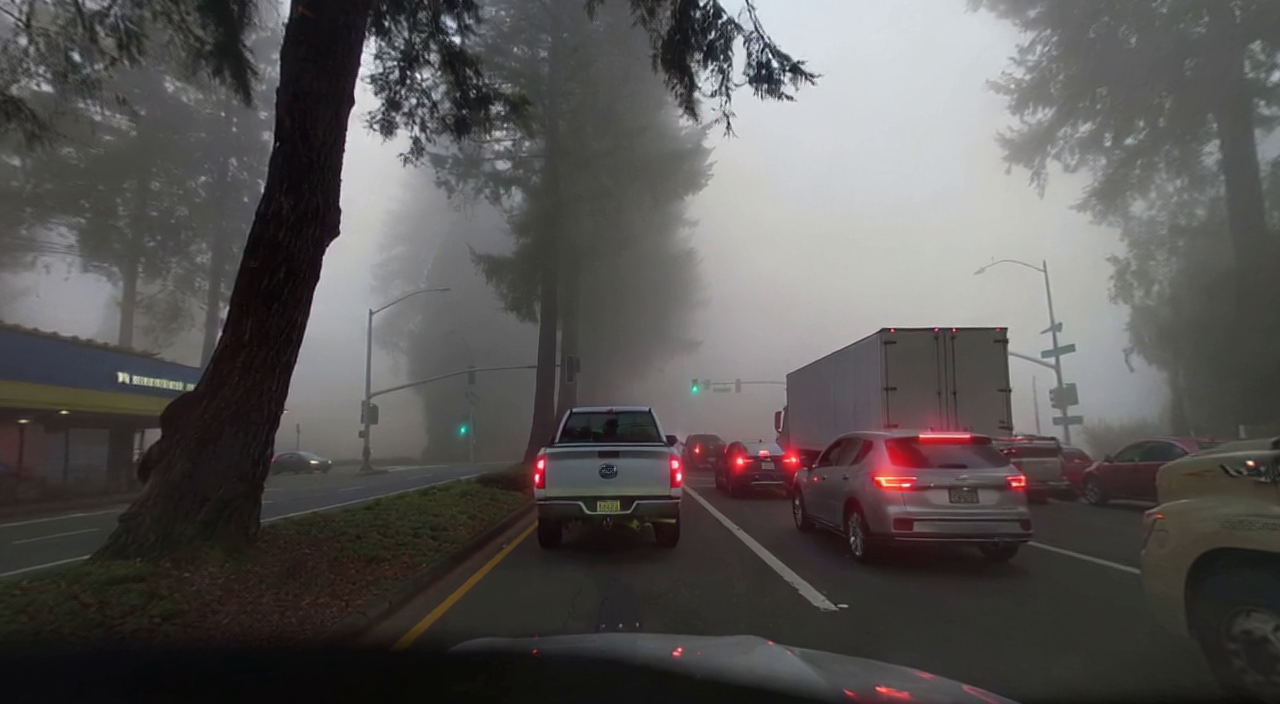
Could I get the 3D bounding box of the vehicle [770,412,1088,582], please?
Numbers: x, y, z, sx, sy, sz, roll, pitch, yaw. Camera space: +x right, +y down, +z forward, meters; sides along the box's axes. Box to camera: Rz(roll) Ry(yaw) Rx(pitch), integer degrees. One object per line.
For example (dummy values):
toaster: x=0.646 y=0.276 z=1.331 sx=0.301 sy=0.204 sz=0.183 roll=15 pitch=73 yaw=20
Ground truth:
vehicle: x=3.253 y=1.753 z=8.533 sx=1.905 sy=1.587 sz=4.998 roll=0 pitch=-9 yaw=0

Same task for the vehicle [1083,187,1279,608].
vehicle: x=6.526 y=0.101 z=3.345 sx=2.802 sy=3.322 sz=7.429 roll=0 pitch=-9 yaw=0

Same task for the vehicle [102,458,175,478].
vehicle: x=-38.158 y=8.807 z=48.100 sx=4.150 sy=1.474 sz=1.826 roll=-1 pitch=-9 yaw=6

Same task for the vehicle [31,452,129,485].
vehicle: x=-28.559 y=5.922 z=32.398 sx=1.730 sy=1.534 sz=3.922 roll=1 pitch=-9 yaw=-8

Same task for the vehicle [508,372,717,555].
vehicle: x=-0.359 y=1.720 z=10.218 sx=2.499 sy=2.183 sz=5.111 roll=0 pitch=-9 yaw=-1
